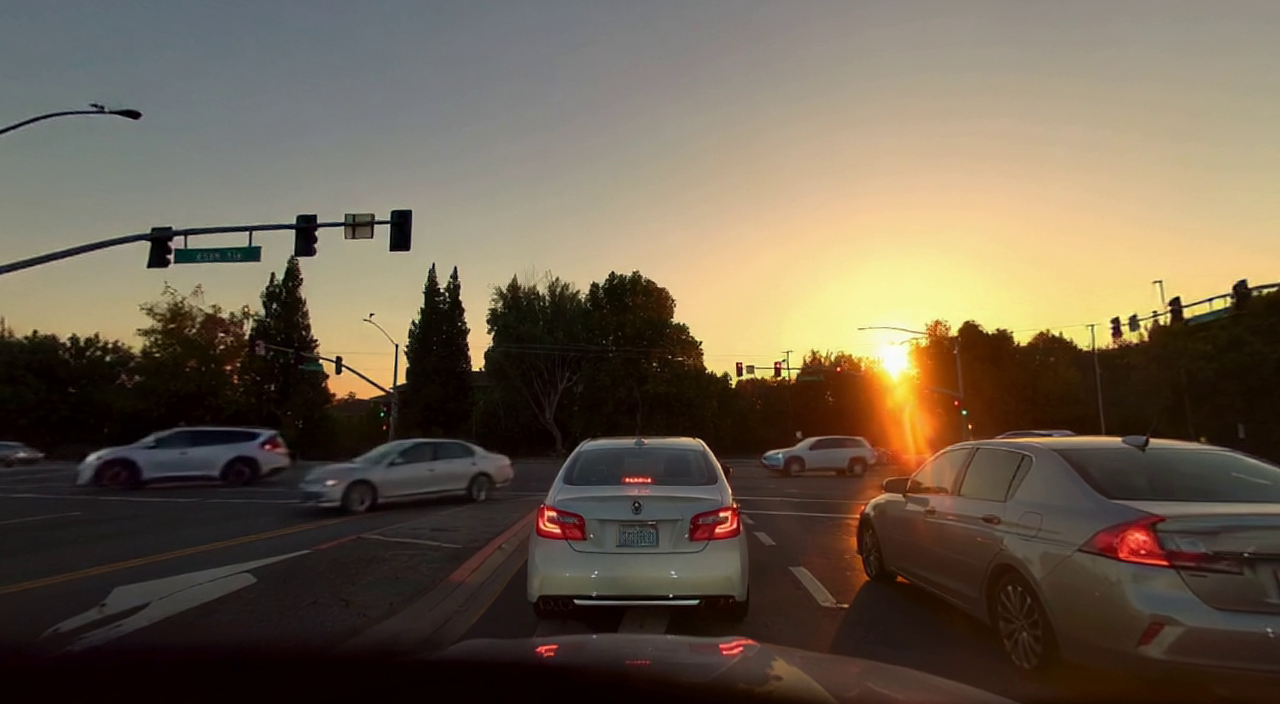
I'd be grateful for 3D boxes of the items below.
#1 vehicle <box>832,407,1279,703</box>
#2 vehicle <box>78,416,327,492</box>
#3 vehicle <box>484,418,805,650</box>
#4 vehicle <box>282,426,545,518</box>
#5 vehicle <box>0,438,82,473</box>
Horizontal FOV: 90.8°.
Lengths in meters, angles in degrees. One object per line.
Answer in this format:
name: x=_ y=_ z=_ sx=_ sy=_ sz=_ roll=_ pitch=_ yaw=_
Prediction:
vehicle: x=3.092 y=1.299 z=4.857 sx=1.861 sy=1.479 sz=4.371 roll=0 pitch=-9 yaw=0
vehicle: x=-11.433 y=2.692 z=16.958 sx=1.998 sy=1.709 sz=4.984 roll=-5 pitch=-10 yaw=33
vehicle: x=0.024 y=1.469 z=6.158 sx=2.026 sy=1.458 sz=4.175 roll=0 pitch=-9 yaw=0
vehicle: x=-4.258 y=2.314 z=12.748 sx=2.047 sy=1.473 sz=4.673 roll=-5 pitch=-10 yaw=32
vehicle: x=-30.245 y=5.013 z=30.760 sx=4.517 sy=1.637 sz=1.935 roll=-1 pitch=-9 yaw=8
